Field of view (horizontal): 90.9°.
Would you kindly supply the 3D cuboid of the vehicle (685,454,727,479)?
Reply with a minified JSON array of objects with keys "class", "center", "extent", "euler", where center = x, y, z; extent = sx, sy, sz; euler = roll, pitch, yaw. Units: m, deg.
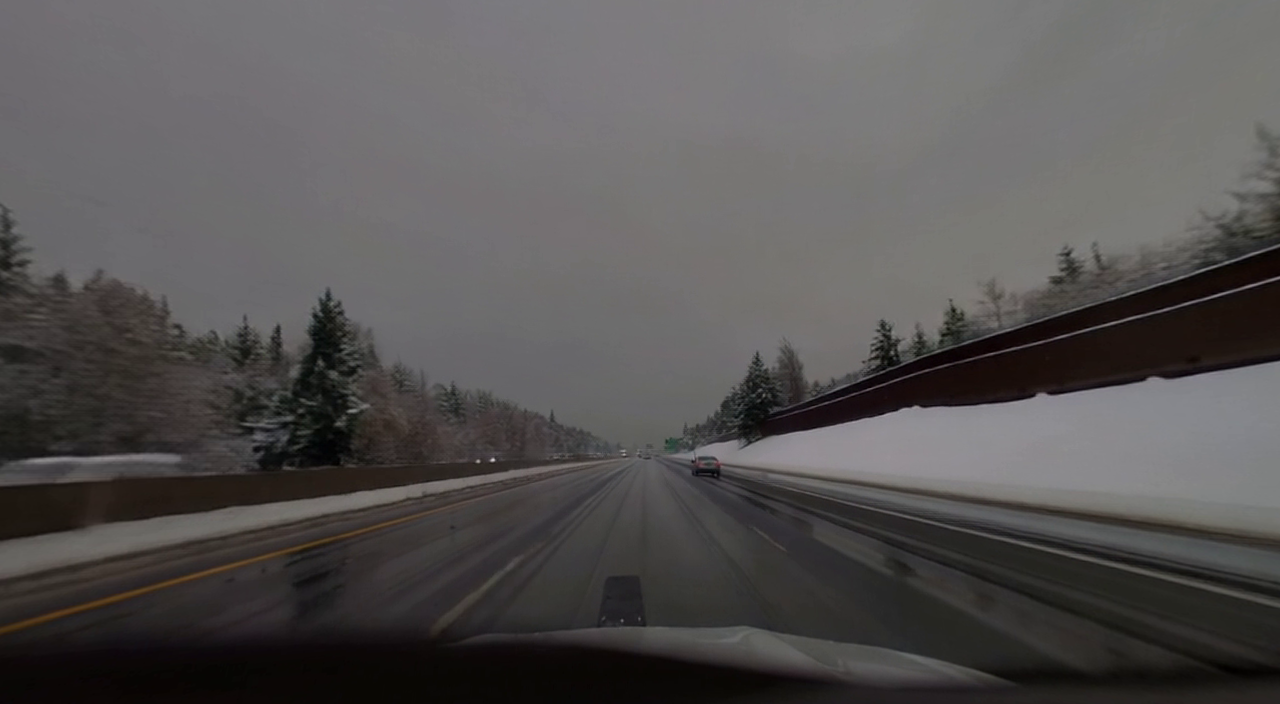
[{"class":"vehicle","center":[3.860,6.799,37.569],"extent":[2.065,1.400,4.028],"euler":[0,-9,0]}]
